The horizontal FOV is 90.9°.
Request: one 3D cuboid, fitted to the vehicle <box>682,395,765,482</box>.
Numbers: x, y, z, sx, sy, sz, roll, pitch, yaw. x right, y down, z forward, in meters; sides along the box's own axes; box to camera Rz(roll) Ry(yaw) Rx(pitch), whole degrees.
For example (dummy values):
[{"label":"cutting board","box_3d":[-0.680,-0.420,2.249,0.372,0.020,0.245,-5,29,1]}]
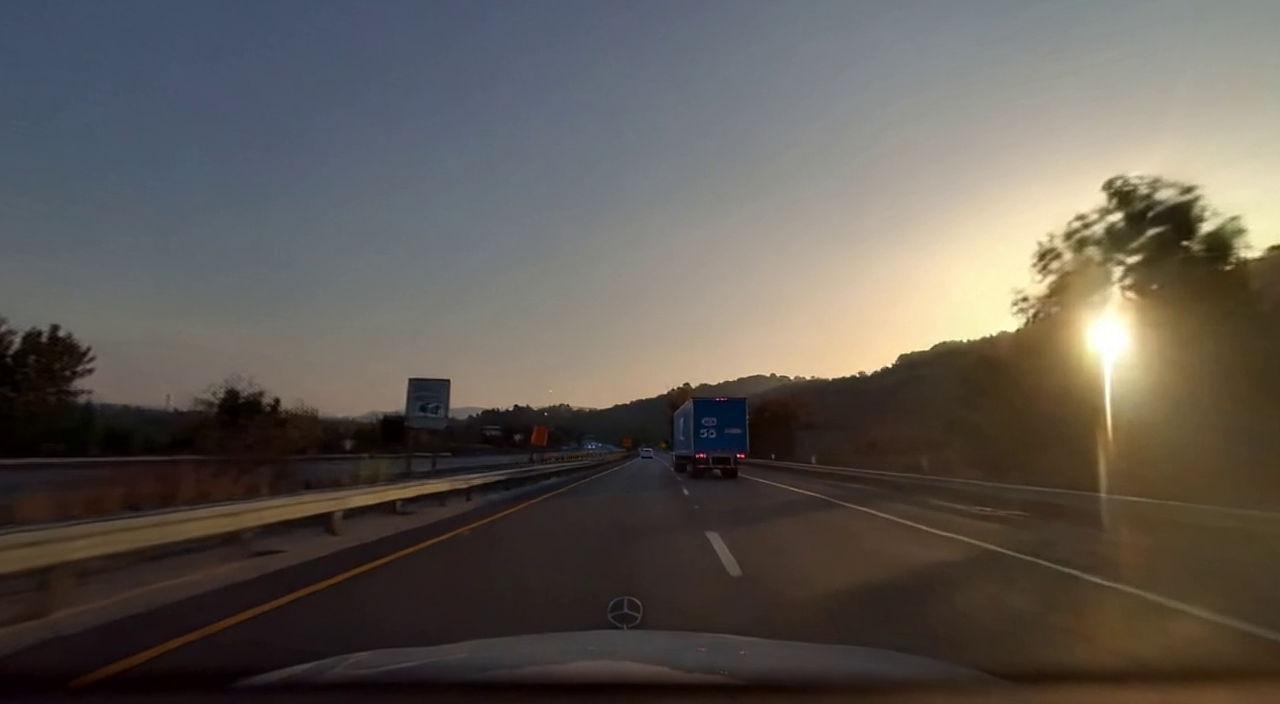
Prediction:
[{"label":"vehicle","box_3d":[3.944,4.546,32.425,3.107,3.718,10.231,0,-9,1]}]
